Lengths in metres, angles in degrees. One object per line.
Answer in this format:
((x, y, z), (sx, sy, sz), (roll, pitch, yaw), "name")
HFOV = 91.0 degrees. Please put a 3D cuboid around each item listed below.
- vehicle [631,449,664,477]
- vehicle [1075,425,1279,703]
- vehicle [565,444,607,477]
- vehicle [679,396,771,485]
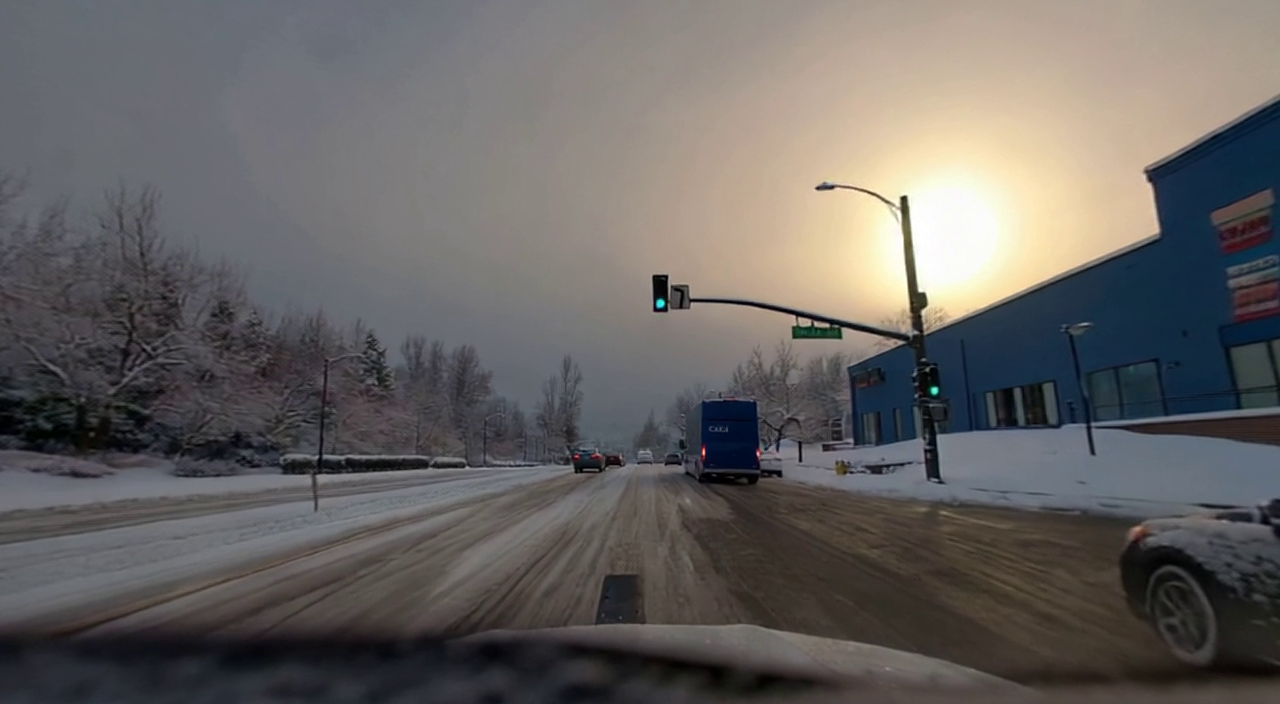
((0.428, 6.658, 37.939), (1.846, 1.528, 4.348), (-1, -9, 0), "vehicle")
((3.745, 0.848, 1.497), (1.915, 1.449, 4.970), (-1, -9, 1), "vehicle")
((-3.218, 6.618, 38.551), (2.035, 1.867, 4.607), (-1, -9, 1), "vehicle")
((3.885, 4.513, 31.797), (3.003, 3.680, 10.684), (0, -9, -1), "vehicle")
